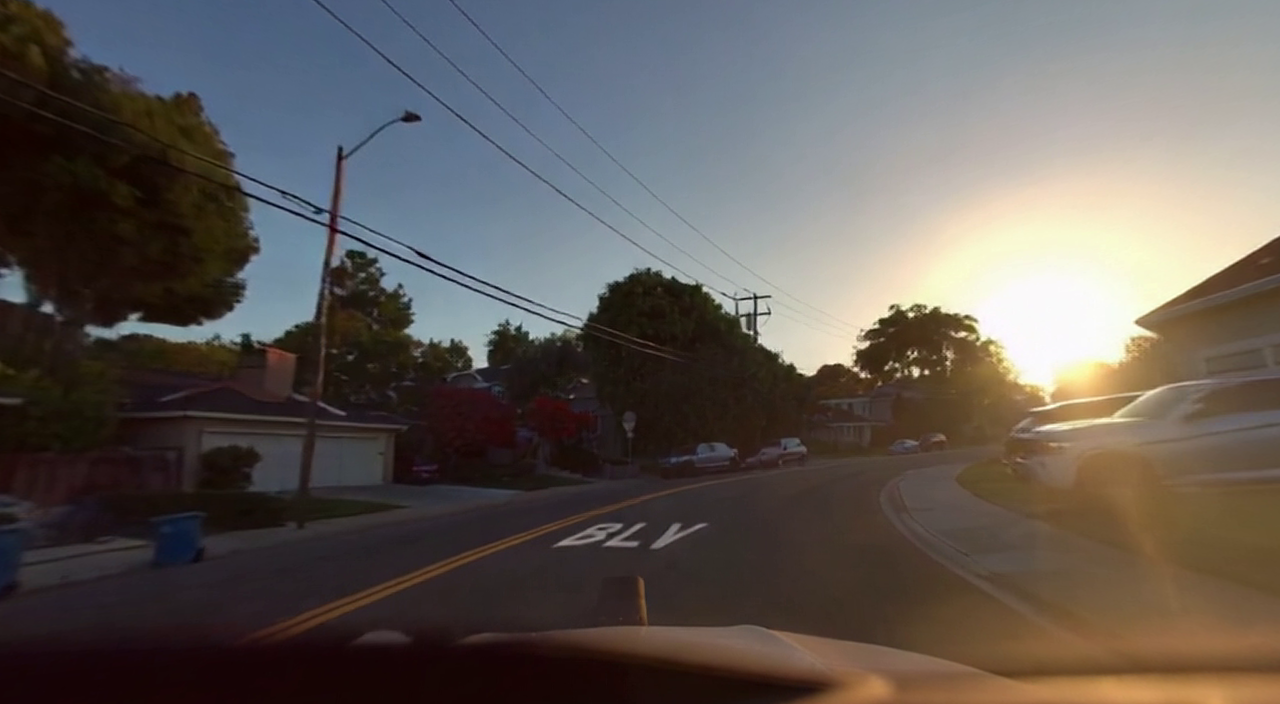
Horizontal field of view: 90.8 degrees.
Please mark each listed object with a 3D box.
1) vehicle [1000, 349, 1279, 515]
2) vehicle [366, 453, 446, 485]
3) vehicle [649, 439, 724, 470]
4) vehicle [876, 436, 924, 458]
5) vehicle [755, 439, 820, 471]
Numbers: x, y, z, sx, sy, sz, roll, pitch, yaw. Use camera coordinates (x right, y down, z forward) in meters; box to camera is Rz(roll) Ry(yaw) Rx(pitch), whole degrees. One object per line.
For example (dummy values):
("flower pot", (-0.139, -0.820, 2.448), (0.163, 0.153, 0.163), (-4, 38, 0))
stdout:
("vehicle", (8.102, 1.110, 8.705), (5.011, 2.014, 2.056), (-2, -9, 17))
("vehicle", (-11.899, 5.902, 32.103), (3.697, 1.489, 1.842), (-5, -10, 32))
("vehicle", (2.892, 6.539, 40.486), (2.155, 1.802, 4.758), (7, -11, -36))
("vehicle", (20.550, 7.482, 49.831), (4.110, 1.539, 1.971), (11, -13, -44))
("vehicle", (9.066, 6.344, 38.631), (2.056, 1.726, 4.463), (-10, -15, 37))
